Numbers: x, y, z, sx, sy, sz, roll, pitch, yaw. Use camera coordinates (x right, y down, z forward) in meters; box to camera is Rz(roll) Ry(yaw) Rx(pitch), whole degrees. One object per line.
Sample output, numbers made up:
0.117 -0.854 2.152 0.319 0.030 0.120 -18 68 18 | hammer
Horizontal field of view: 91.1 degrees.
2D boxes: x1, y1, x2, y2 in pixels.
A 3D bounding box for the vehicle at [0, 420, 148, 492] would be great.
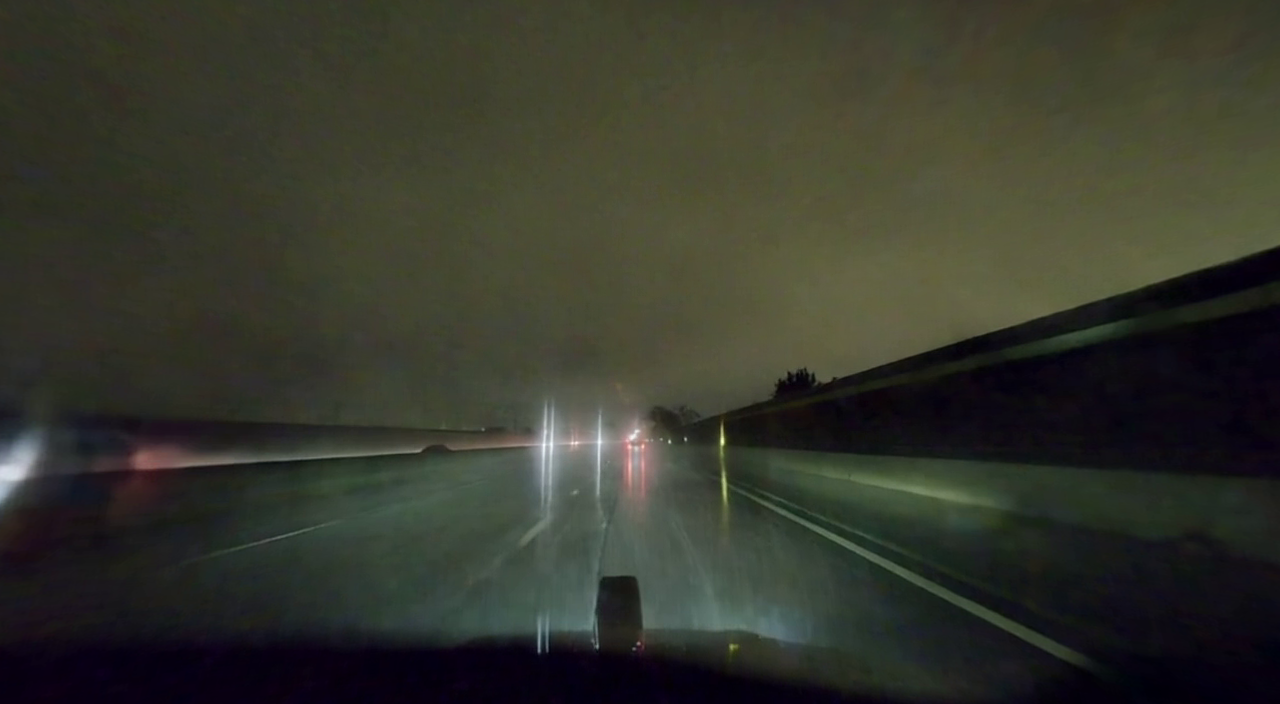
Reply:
-23.007 3.957 24.427 2.309 2.415 6.756 0 -8 -1 | vehicle
